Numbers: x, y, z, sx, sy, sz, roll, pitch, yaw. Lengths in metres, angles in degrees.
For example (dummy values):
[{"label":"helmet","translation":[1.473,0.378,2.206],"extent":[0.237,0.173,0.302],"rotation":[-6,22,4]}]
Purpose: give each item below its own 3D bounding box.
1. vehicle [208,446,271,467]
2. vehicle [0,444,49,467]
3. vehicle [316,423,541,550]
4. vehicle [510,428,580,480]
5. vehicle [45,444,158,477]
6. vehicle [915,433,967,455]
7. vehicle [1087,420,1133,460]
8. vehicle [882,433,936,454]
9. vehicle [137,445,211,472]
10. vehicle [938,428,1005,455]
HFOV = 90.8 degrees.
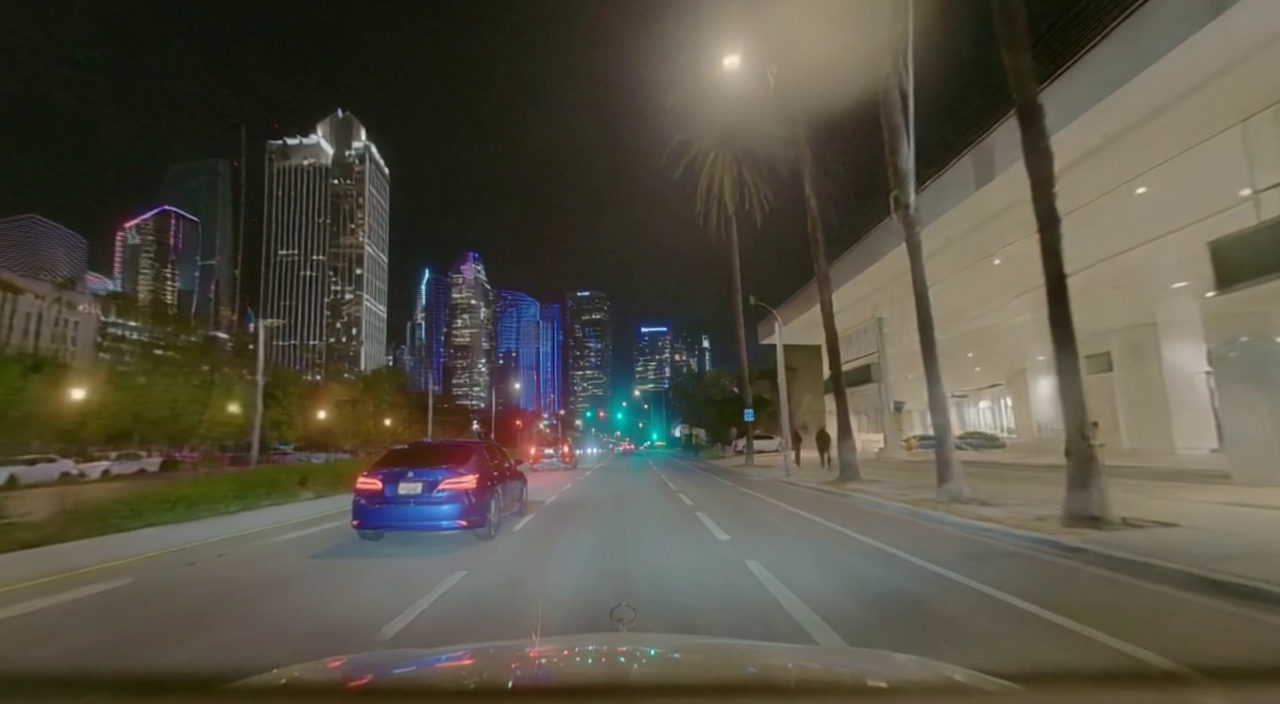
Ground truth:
[{"label":"vehicle","translation":[-31.129,8.122,49.282],"extent":[1.859,1.524,4.812],"rotation":[0,-8,-2]},{"label":"vehicle","translation":[-42.842,6.990,42.756],"extent":[3.721,1.477,1.828],"rotation":[0,-8,-3]},{"label":"vehicle","translation":[-2.957,1.981,10.032],"extent":[2.071,1.544,4.383],"rotation":[0,-8,0]},{"label":"vehicle","translation":[-3.334,3.681,22.926],"extent":[1.894,1.702,3.999],"rotation":[0,-8,0]},{"label":"vehicle","translation":[-30.882,6.208,36.495],"extent":[1.947,1.763,5.176],"rotation":[0,-8,-1]},{"label":"vehicle","translation":[22.551,6.912,47.522],"extent":[1.938,1.522,4.121],"rotation":[0,-8,1]},{"label":"vehicle","translation":[24.258,4.530,32.615],"extent":[1.679,1.923,3.703],"rotation":[-6,-10,36]},{"label":"vehicle","translation":[20.174,6.886,47.623],"extent":[1.976,1.431,4.774],"rotation":[-1,-8,-1]},{"label":"vehicle","translation":[-31.209,7.124,42.441],"extent":[1.835,1.664,3.972],"rotation":[-1,-8,2]},{"label":"vehicle","translation":[24.910,6.786,47.714],"extent":[2.147,1.886,5.603],"rotation":[0,-8,1]}]
